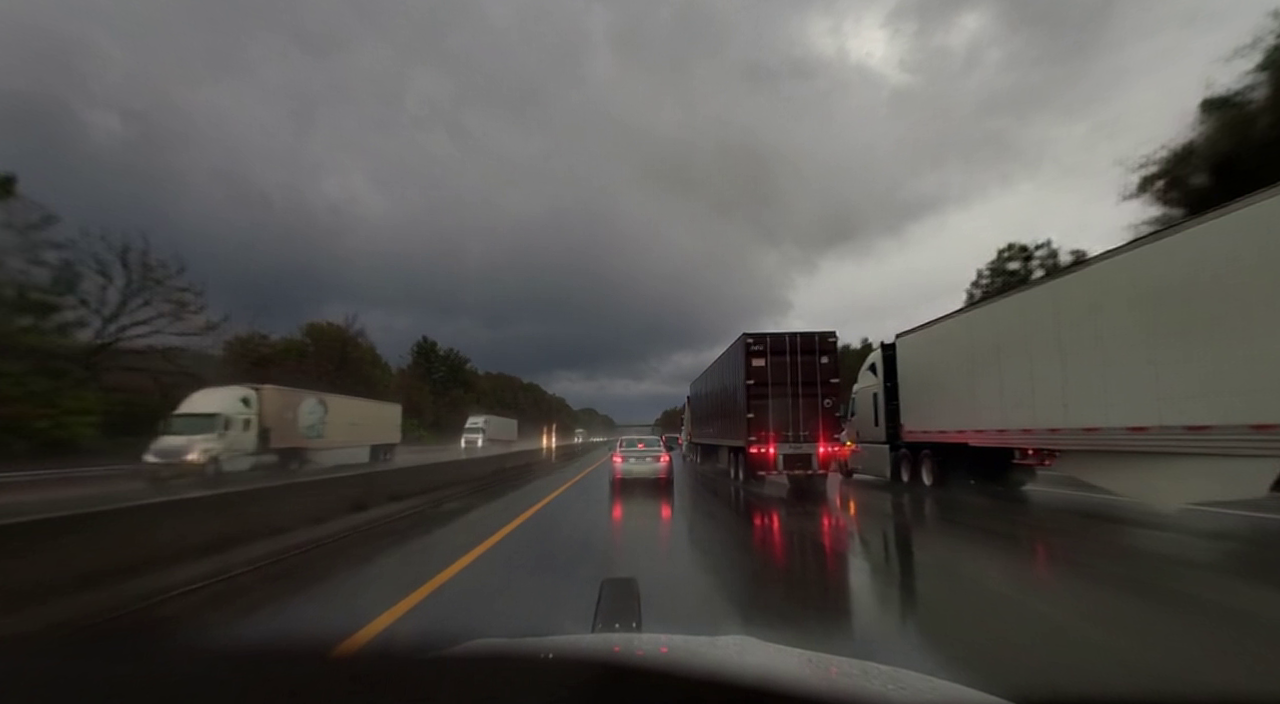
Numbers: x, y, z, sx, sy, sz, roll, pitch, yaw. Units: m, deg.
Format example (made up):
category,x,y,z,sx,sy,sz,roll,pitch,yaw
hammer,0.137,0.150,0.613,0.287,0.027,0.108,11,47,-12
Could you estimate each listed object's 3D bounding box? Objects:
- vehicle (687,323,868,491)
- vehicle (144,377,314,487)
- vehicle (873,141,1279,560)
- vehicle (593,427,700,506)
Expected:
category,x,y,z,sx,sy,sz,roll,pitch,yaw
vehicle,3.870,2.232,22.491,2.888,4.099,14.183,0,-7,-2
vehicle,-16.720,3.325,26.274,2.962,4.015,5.938,0,-8,-1
vehicle,8.134,0.454,10.153,3.110,4.308,14.260,0,-7,-1
vehicle,0.073,2.425,13.873,2.038,1.477,3.773,0,-7,-2
